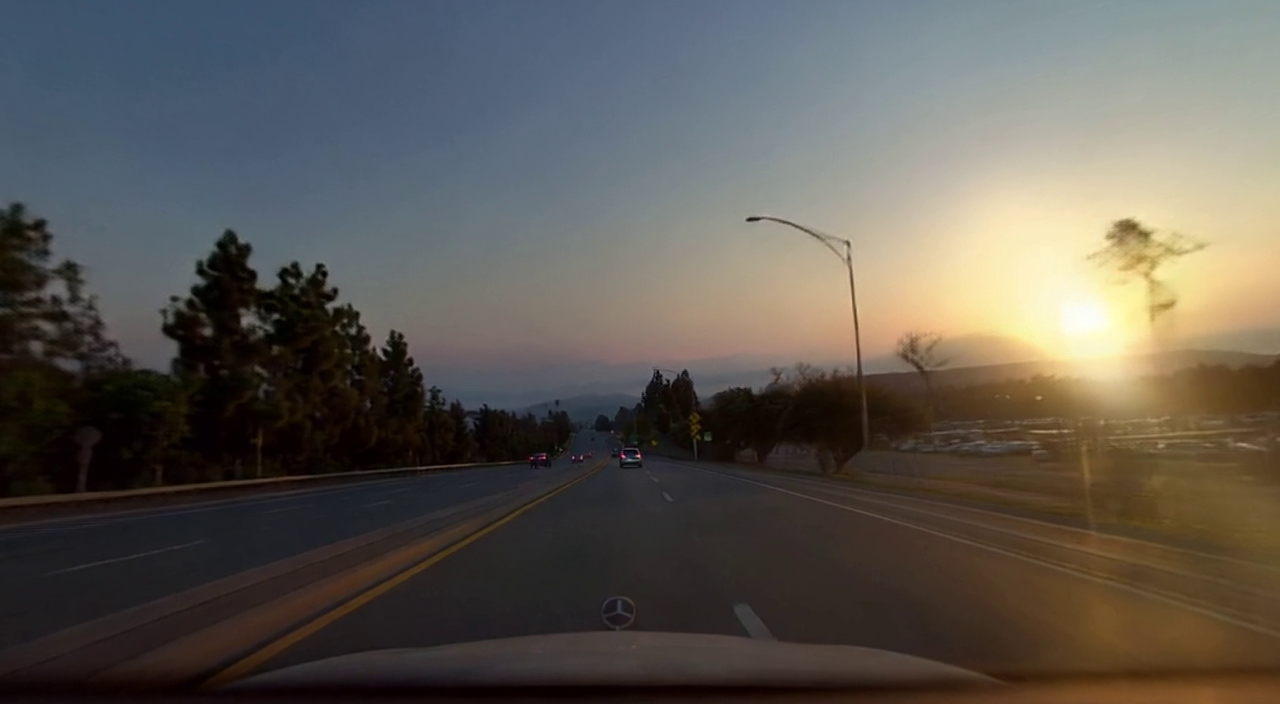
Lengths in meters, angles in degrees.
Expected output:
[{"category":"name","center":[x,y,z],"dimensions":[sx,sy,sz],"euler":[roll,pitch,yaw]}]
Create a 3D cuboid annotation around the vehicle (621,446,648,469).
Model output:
[{"category":"vehicle","center":[-0.475,8.138,48.944],"dimensions":[2.001,1.688,4.128],"euler":[0,-8,-2]}]
